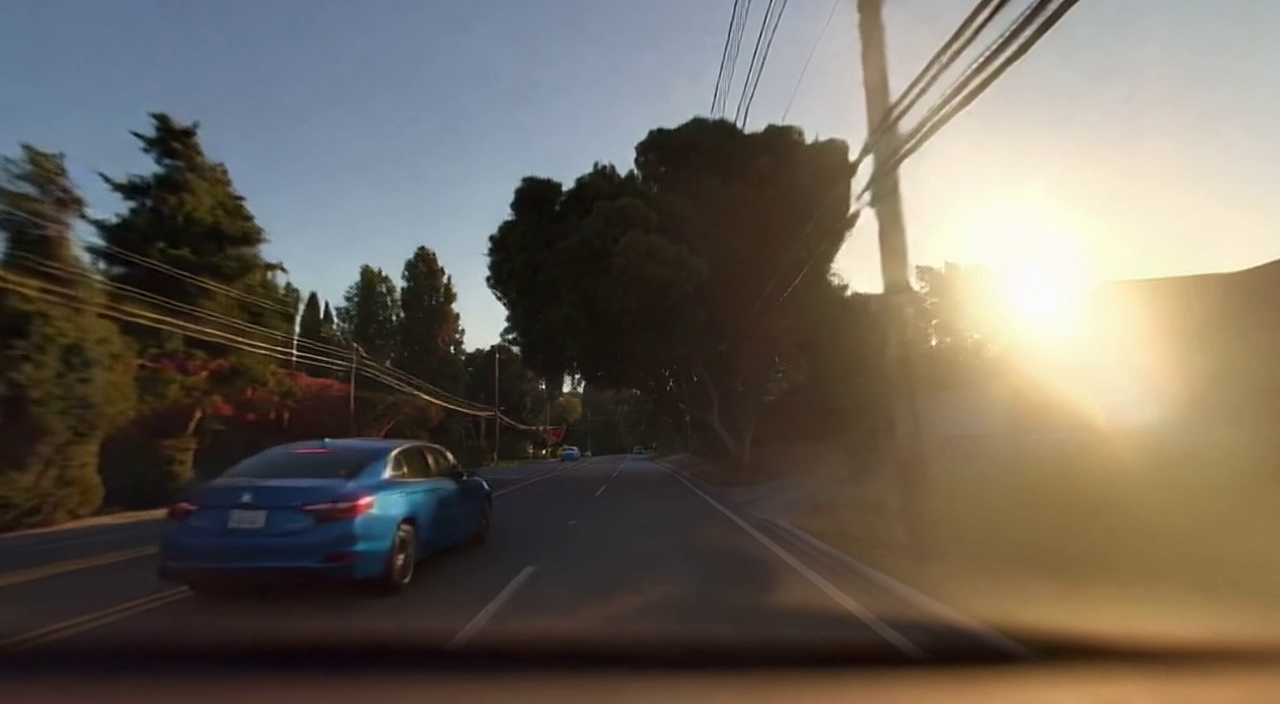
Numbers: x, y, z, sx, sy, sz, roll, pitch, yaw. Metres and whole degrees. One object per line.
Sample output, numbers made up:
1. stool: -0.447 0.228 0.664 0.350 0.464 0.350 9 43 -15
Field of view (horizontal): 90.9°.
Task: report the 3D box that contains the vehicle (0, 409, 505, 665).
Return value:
1. vehicle: -3.037 1.492 6.388 2.085 1.512 5.023 0 -9 2
